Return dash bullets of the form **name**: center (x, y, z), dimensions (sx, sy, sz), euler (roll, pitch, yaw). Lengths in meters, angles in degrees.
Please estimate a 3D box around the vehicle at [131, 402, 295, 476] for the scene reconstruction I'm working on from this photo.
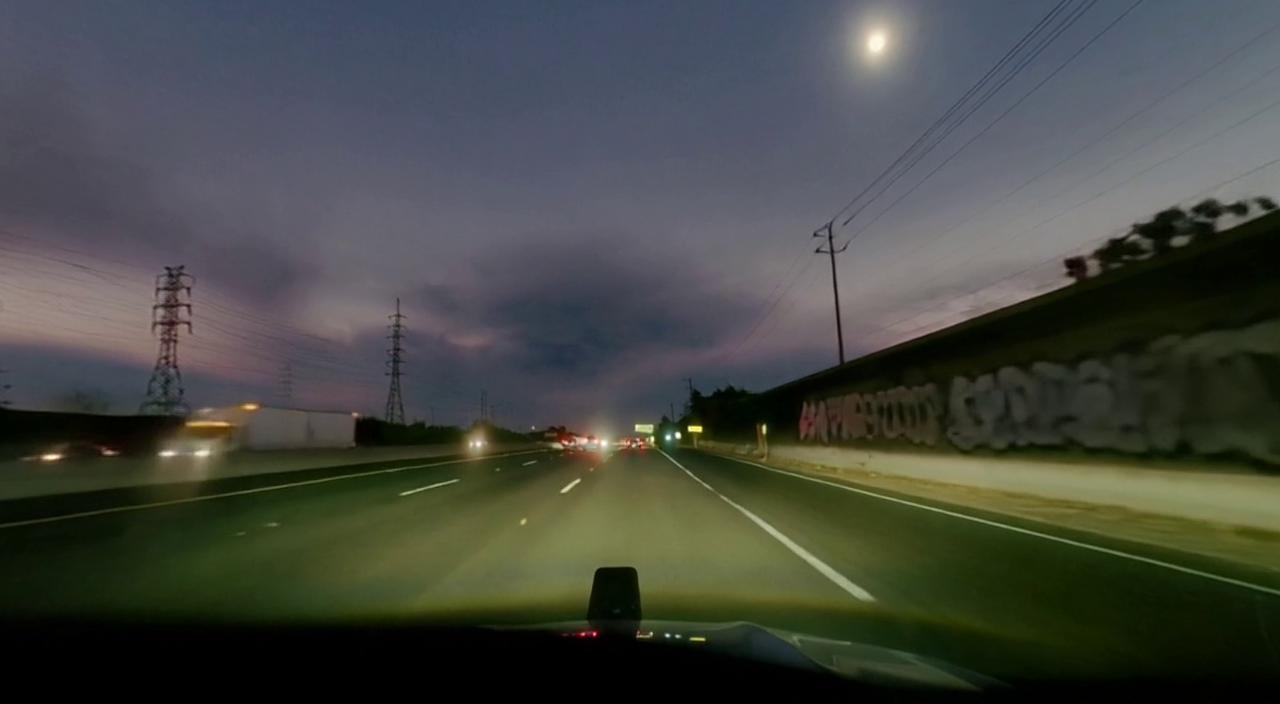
- **vehicle**: center (-19.298, 4.007, 29.167), dimensions (2.647, 2.975, 7.063), euler (0, -8, -1)

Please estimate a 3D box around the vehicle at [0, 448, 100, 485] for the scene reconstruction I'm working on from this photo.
- **vehicle**: center (-27.638, 5.215, 29.064), dimensions (1.818, 1.499, 4.204), euler (1, -8, -2)
